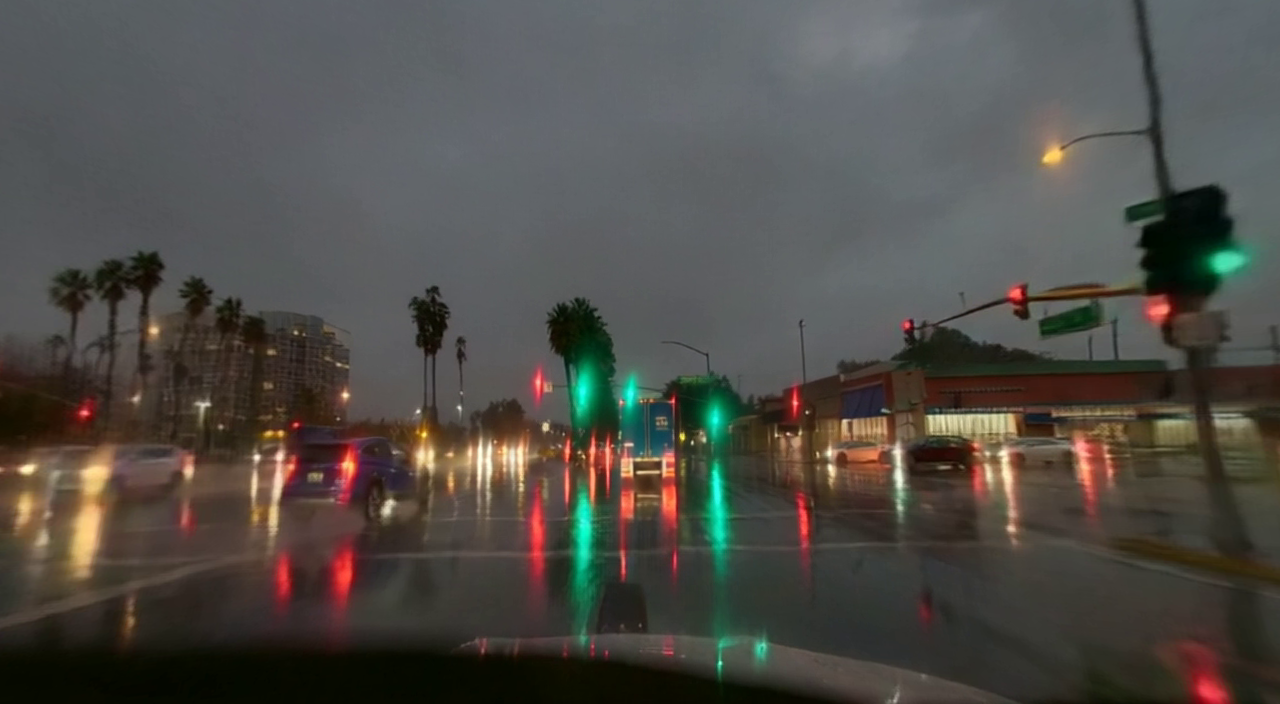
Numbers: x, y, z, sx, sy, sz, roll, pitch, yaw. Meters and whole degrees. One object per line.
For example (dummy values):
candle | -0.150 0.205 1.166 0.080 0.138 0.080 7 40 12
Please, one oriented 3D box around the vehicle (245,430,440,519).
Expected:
vehicle | -6.305 2.633 14.090 2.045 1.630 4.680 0 -9 0

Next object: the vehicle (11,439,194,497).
vehicle | -18.360 3.940 21.872 2.029 1.765 4.865 0 -9 0

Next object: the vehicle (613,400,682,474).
vehicle | 0.365 4.201 30.757 2.993 3.235 6.692 0 -9 0

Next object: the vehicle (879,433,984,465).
vehicle | 16.890 5.638 36.547 5.039 1.744 2.043 0 -9 0

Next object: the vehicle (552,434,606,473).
vehicle | -2.982 5.126 31.896 2.178 1.826 4.933 0 -9 1

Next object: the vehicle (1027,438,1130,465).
vehicle | 25.335 5.743 36.365 4.506 1.484 1.928 0 -9 0

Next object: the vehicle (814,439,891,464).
vehicle | 14.588 6.885 43.304 4.568 1.485 1.936 -2 -11 0

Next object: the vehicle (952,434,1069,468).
vehicle | 19.421 5.234 33.101 4.831 1.529 1.966 -3 -10 0

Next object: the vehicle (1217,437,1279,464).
vehicle | 36.385 5.667 36.123 4.337 1.487 1.949 0 -9 1
